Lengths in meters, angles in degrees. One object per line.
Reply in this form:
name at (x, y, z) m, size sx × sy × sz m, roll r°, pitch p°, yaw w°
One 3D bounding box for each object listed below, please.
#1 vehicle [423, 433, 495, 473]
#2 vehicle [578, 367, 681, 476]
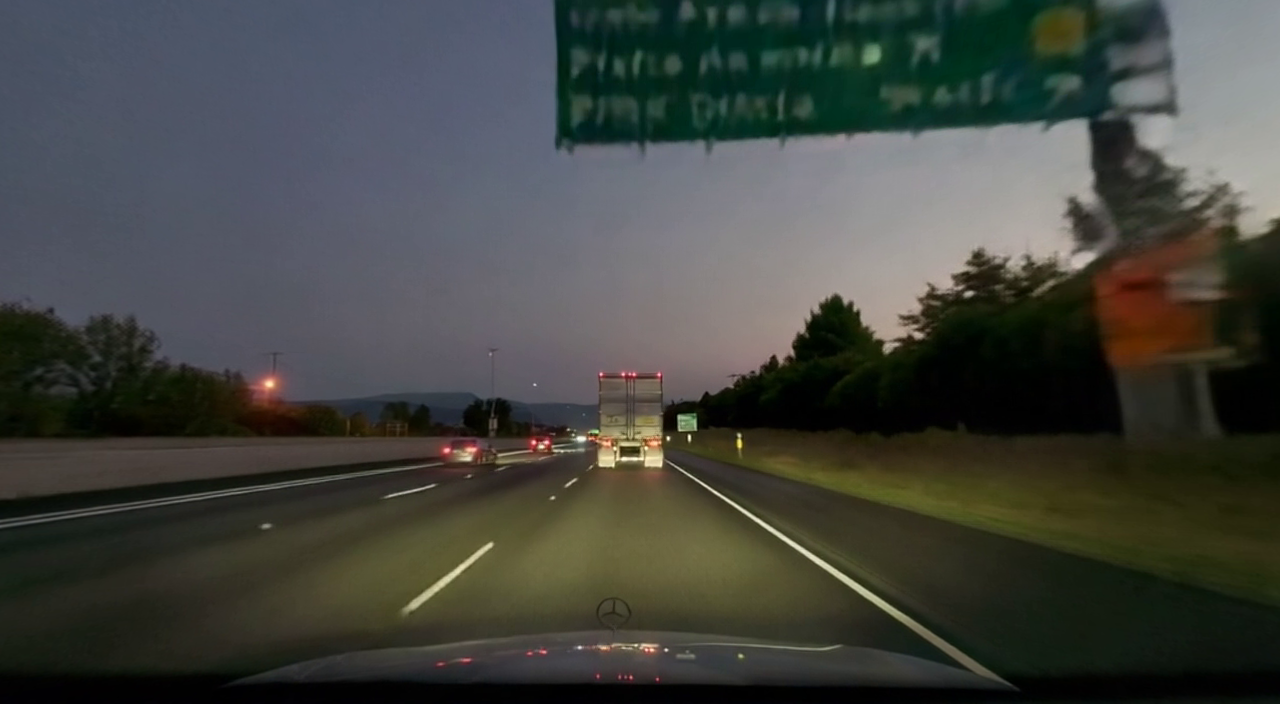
vehicle at (-7.283, 4.063, 25.675) m, size 1.856 × 1.479 × 3.710 m, roll 0°, pitch -8°, yaw 0°
vehicle at (-0.488, 3.129, 26.803) m, size 3.033 × 3.223 × 14.836 m, roll 3°, pitch -8°, yaw -1°
